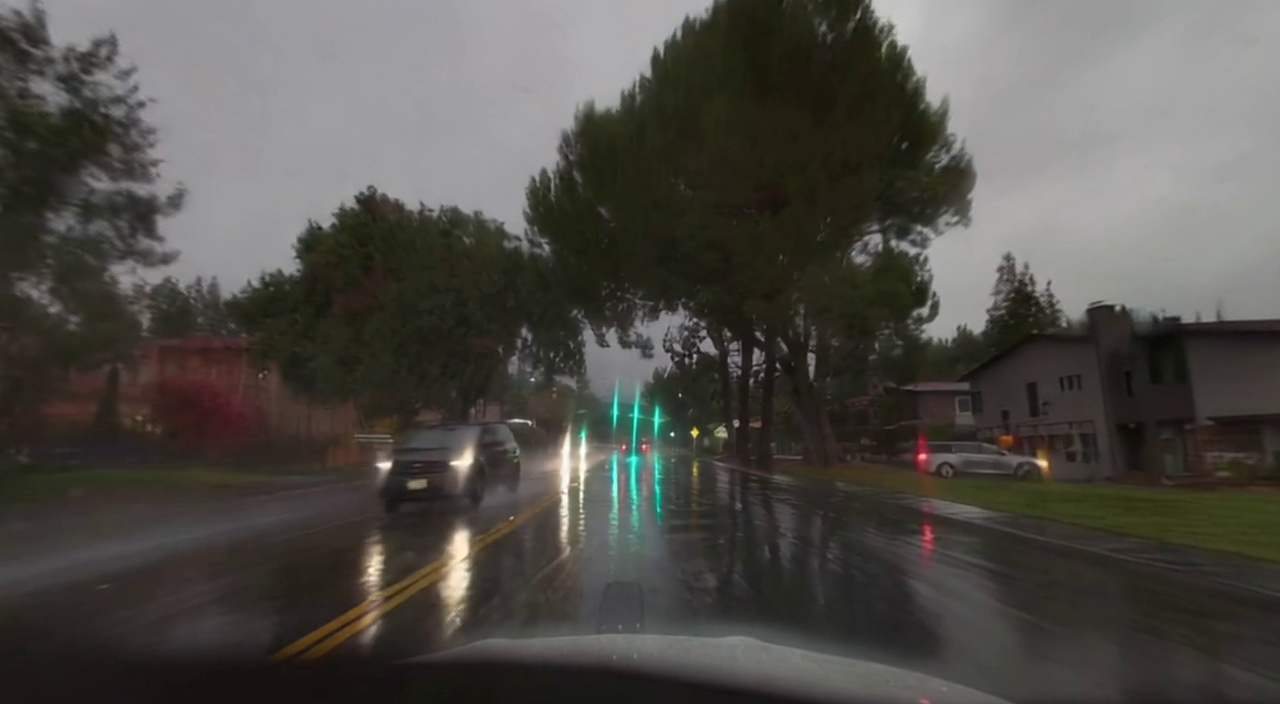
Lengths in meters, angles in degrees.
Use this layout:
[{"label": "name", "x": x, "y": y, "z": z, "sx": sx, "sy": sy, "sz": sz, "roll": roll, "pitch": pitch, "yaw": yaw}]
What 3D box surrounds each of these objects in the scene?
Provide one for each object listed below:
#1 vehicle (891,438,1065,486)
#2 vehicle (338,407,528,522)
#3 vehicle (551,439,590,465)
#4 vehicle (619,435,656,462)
[{"label": "vehicle", "x": 11.052, "y": 3.606, "z": 20.900, "sx": 4.697, "sy": 1.462, "sz": 1.881, "roll": 0, "pitch": -8, "yaw": -2}, {"label": "vehicle", "x": -4.162, "y": 2.405, "z": 13.982, "sx": 2.429, "sy": 1.953, "sz": 5.345, "roll": -2, "pitch": -9, "yaw": 0}, {"label": "vehicle", "x": -4.565, "y": 6.636, "z": 42.024, "sx": 2.105, "sy": 1.663, "sz": 4.523, "roll": 0, "pitch": -9, "yaw": -1}, {"label": "vehicle", "x": -0.121, "y": 7.255, "z": 47.585, "sx": 2.554, "sy": 1.902, "sz": 5.329, "roll": 0, "pitch": -9, "yaw": 2}]
